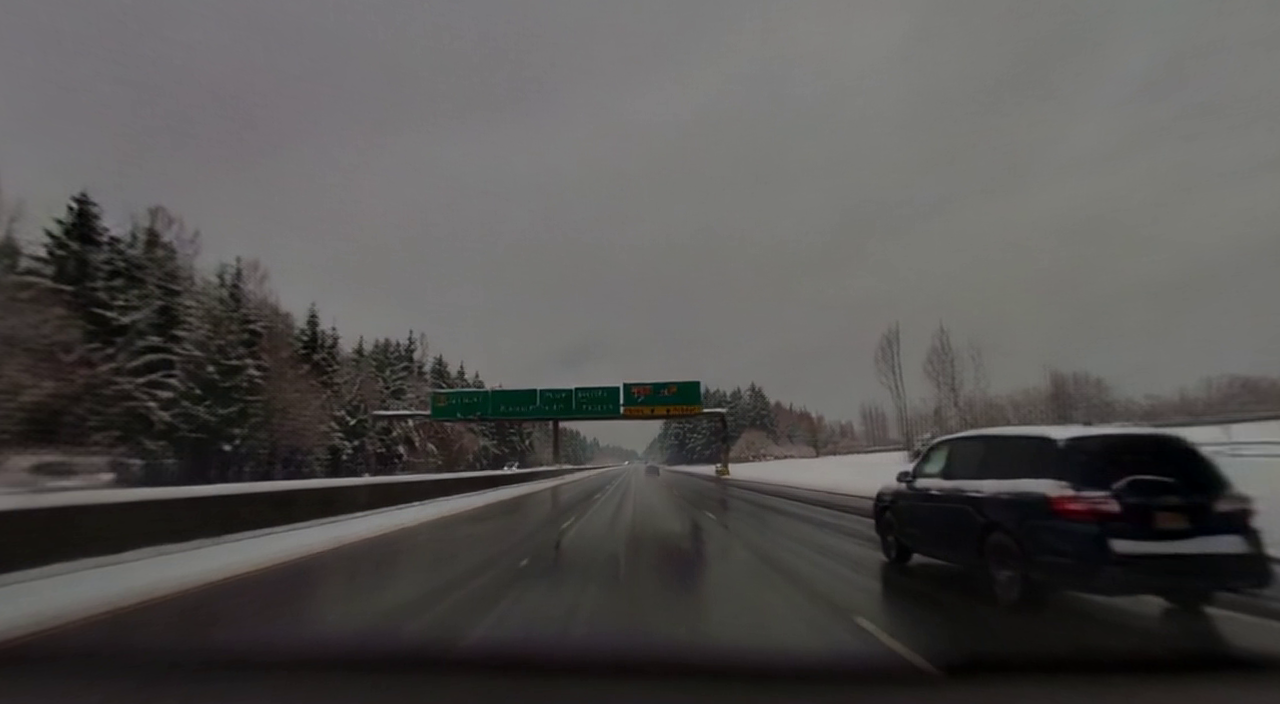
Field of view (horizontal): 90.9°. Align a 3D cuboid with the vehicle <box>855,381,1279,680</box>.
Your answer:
[{"bbox_3d":[4.405,1.624,6.727,2.254,1.832,5.514,1,-11,0],"label":"vehicle"}]
